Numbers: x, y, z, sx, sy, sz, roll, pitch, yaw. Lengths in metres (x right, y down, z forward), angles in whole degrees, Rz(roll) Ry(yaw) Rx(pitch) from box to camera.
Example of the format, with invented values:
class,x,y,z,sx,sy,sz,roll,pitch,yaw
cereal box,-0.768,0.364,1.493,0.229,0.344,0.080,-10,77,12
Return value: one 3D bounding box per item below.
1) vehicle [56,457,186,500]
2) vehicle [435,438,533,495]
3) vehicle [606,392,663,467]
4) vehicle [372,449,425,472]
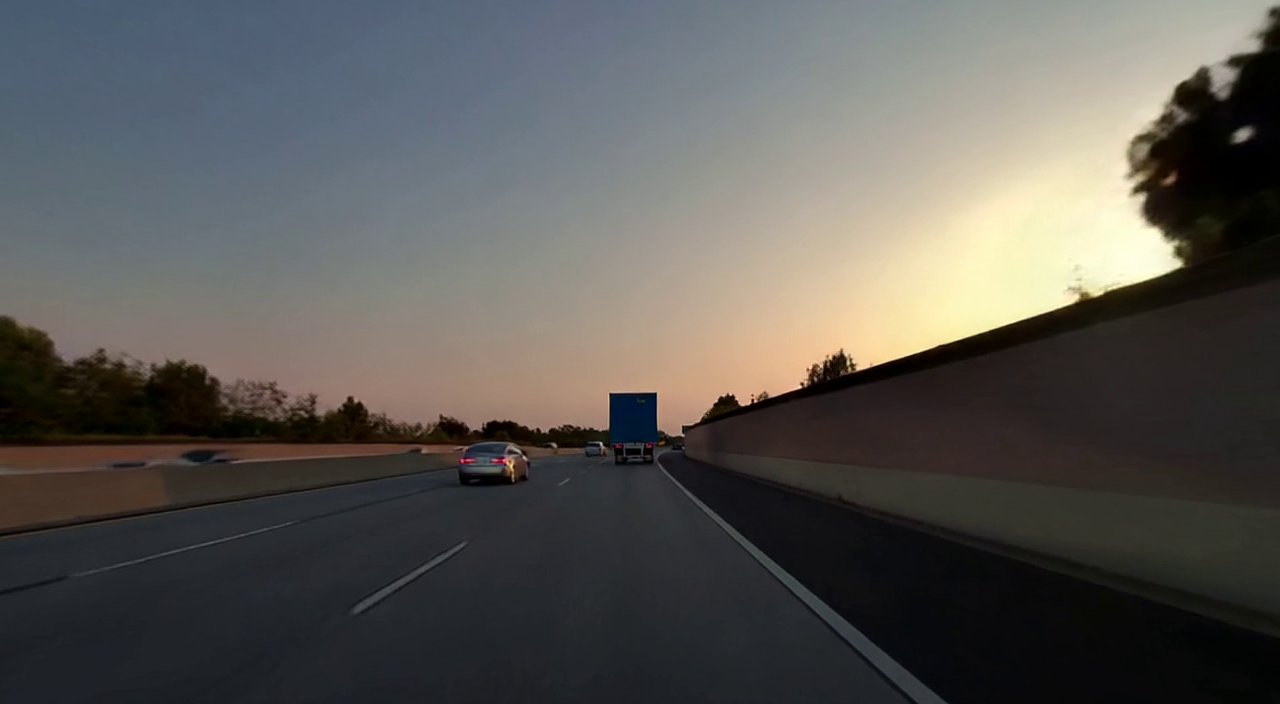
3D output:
class,x,y,z,sx,sy,sz,roll,pitch,yaw
vehicle,-20.626,5.019,25.153,1.822,1.486,3.965,0,-9,0
vehicle,-4.442,3.320,18.506,1.895,1.500,3.808,0,-9,0
vehicle,-0.341,5.117,40.226,3.123,4.094,10.812,0,-9,0
vehicle,-17.308,7.746,45.144,1.958,1.524,4.592,0,-9,1
